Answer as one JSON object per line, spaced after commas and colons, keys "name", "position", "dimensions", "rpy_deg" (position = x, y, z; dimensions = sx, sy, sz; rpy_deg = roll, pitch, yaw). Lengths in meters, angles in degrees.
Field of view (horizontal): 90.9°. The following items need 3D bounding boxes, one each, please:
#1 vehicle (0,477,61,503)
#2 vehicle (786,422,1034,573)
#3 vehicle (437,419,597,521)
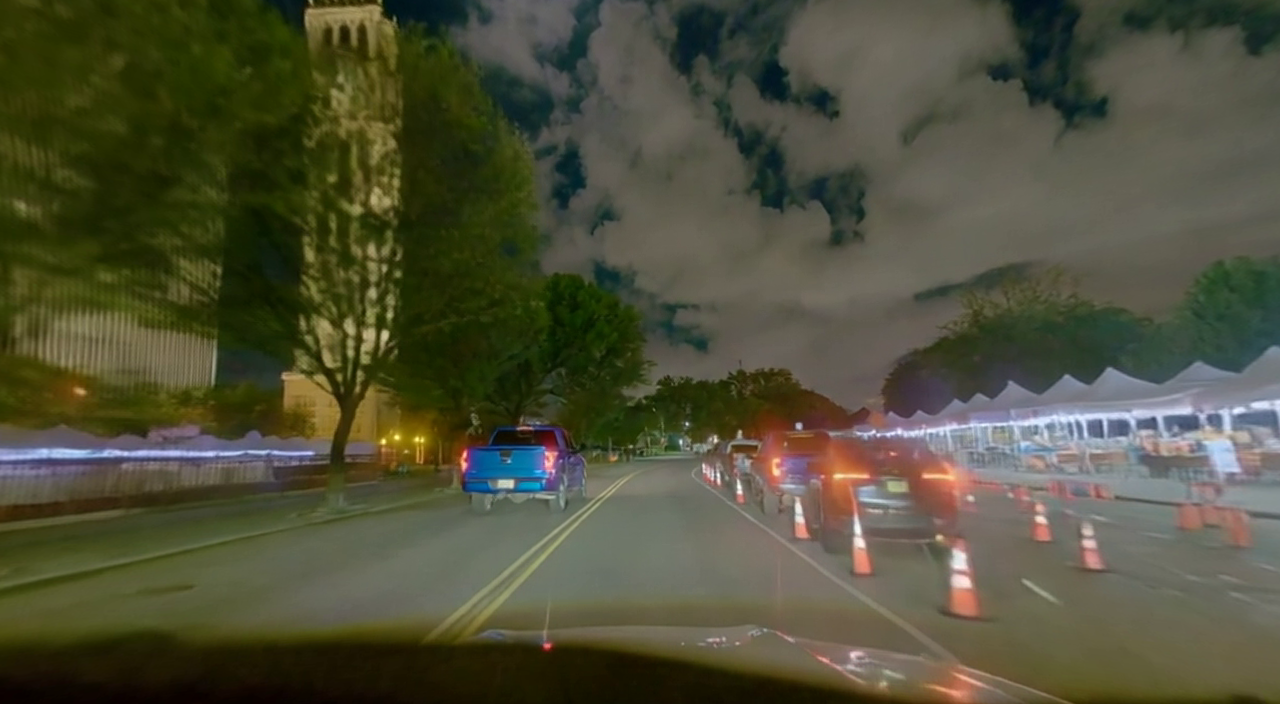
{"name": "vehicle", "position": [-46.983, 10.440, 47.936], "dimensions": [1.813, 1.628, 4.573], "rpy_deg": [1, -9, -6]}
{"name": "vehicle", "position": [3.417, 1.907, 9.035], "dimensions": [2.023, 1.607, 4.225], "rpy_deg": [-1, -9, 6]}
{"name": "vehicle", "position": [-2.589, 2.719, 15.145], "dimensions": [2.452, 1.954, 5.653], "rpy_deg": [-1, -9, 3]}
